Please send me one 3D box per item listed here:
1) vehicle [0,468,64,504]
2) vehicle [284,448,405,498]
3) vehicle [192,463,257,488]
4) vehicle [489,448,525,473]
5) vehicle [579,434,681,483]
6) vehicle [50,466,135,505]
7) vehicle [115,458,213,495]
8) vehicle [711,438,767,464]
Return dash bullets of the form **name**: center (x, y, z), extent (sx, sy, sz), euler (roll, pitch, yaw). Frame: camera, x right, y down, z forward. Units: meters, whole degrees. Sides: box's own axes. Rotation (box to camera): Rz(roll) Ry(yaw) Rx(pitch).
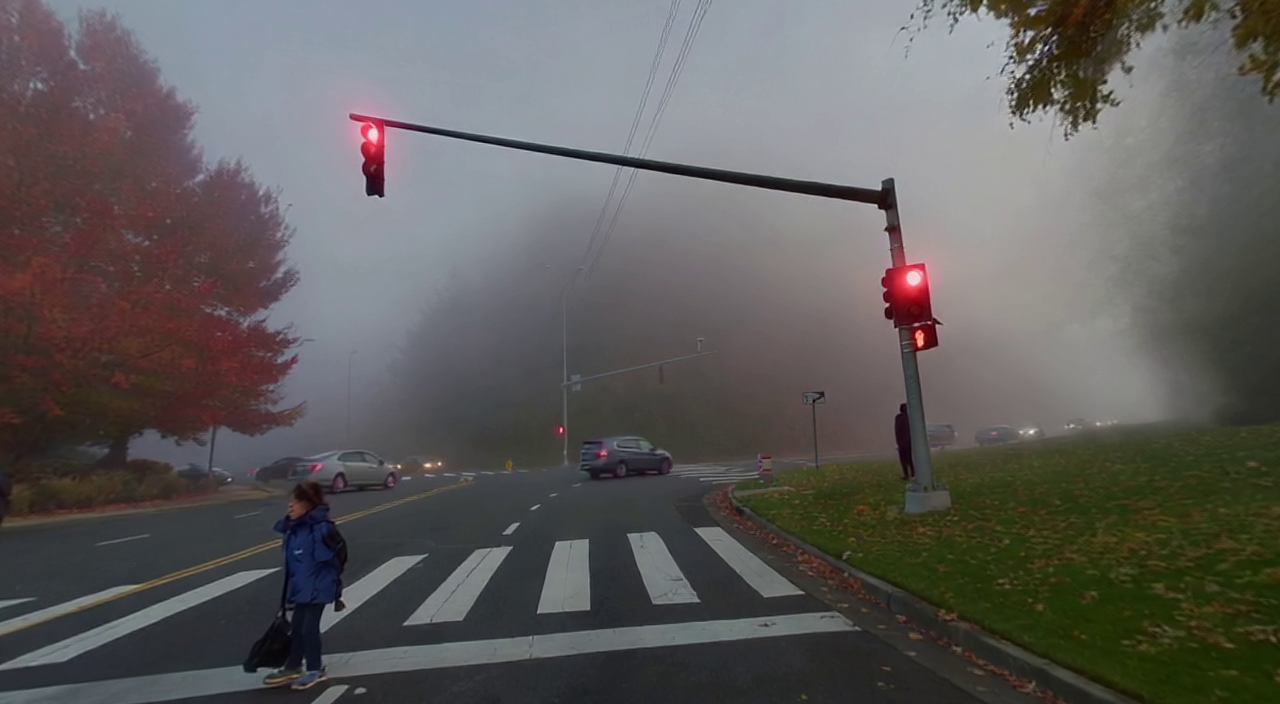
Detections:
- **vehicle**: center (-30.330, 6.452, 30.331), extent (1.800, 1.520, 3.968), euler (2, -9, -13)
- **vehicle**: center (-10.796, 4.398, 23.218), extent (1.832, 1.674, 3.805), euler (-4, -9, 19)
- **vehicle**: center (-28.550, 8.473, 43.178), extent (1.768, 1.465, 3.972), euler (0, -9, -1)
- **vehicle**: center (-8.851, 7.242, 42.046), extent (1.776, 1.558, 3.779), euler (0, -9, -4)
- **vehicle**: center (-0.333, 4.458, 26.484), extent (1.988, 1.853, 4.314), euler (-7, -11, 39)
- **vehicle**: center (-25.421, 6.158, 29.259), extent (1.694, 1.528, 4.225), euler (3, -9, -23)
- **vehicle**: center (-27.840, 7.267, 36.910), extent (2.064, 1.913, 5.081), euler (0, -9, -4)
- **vehicle**: center (6.997, 6.944, 43.961), extent (1.867, 1.743, 4.259), euler (-8, -11, 40)
